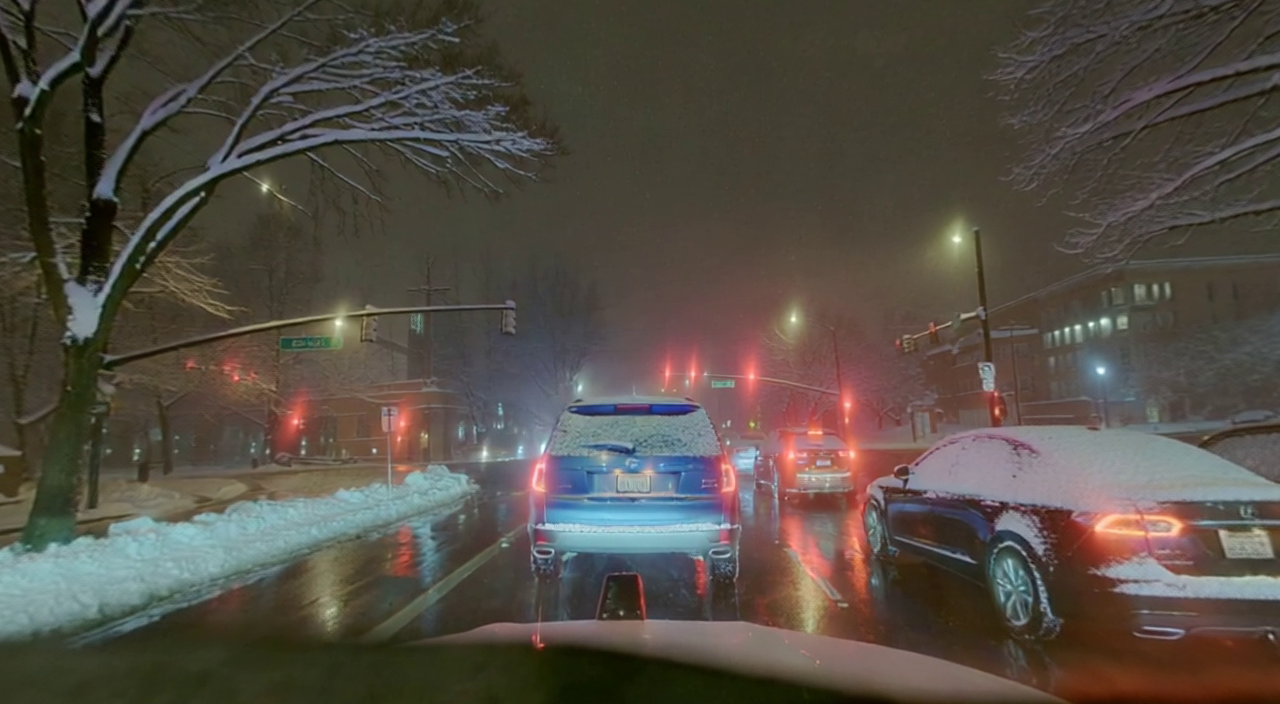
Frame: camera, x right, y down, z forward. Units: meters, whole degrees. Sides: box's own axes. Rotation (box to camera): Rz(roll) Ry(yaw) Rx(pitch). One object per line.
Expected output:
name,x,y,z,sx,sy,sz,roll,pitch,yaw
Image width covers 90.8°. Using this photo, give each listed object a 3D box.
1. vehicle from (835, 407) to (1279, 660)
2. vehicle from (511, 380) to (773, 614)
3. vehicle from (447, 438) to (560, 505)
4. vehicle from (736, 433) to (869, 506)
vehicle,3.638,1.407,6.072,1.995,1.483,4.533,0,-8,-1
vehicle,-0.035,1.458,7.274,2.038,1.819,4.505,0,-8,-1
vehicle,-3.305,2.983,16.207,1.913,1.464,4.276,0,-8,0
vehicle,3.650,2.708,15.058,1.940,1.474,4.234,0,-8,-1
